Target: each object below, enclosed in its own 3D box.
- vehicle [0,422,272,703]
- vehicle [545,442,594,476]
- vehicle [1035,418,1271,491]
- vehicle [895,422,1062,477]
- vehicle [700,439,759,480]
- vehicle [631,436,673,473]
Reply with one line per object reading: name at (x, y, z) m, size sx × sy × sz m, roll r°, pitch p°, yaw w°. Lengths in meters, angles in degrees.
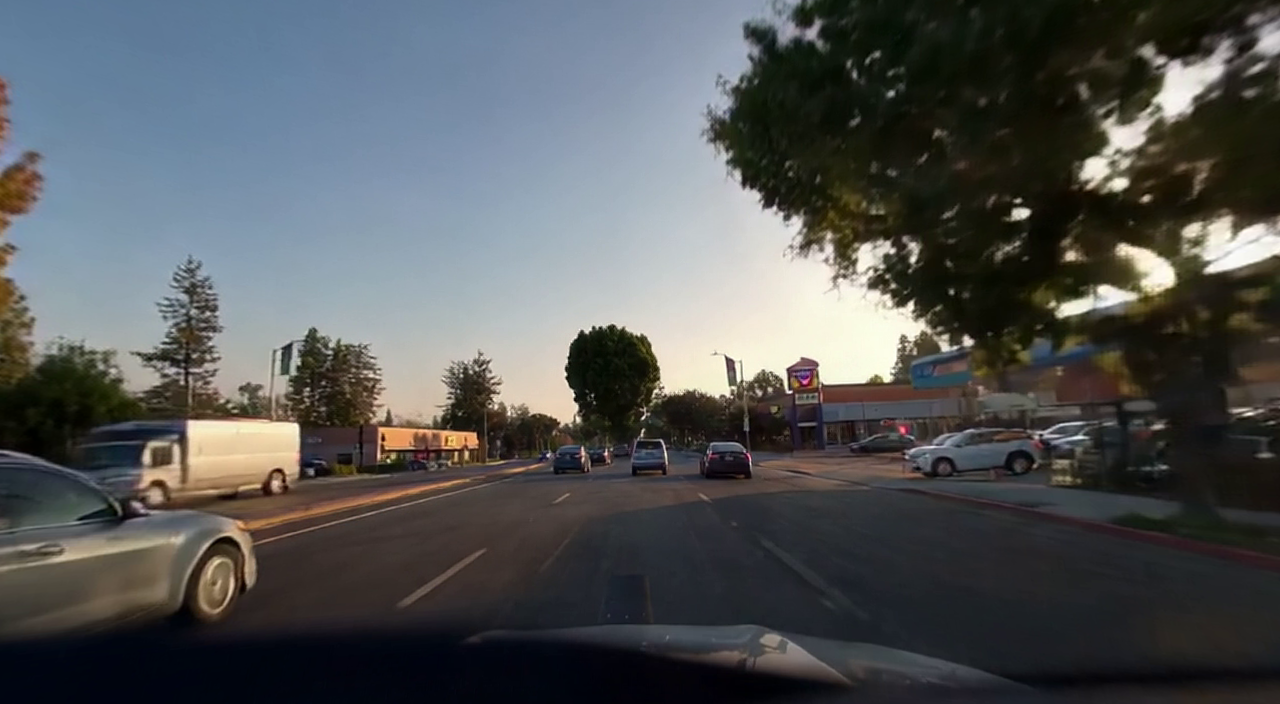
vehicle at (-4.034, 1.078, 2.974) m, size 1.908 × 1.481 × 4.351 m, roll 0°, pitch -9°, yaw 1°
vehicle at (-3.608, 5.554, 32.943) m, size 2.026 × 1.665 × 4.193 m, roll 0°, pitch -9°, yaw 1°
vehicle at (11.926, 2.437, 15.175) m, size 1.959 × 1.472 × 4.473 m, roll 0°, pitch -9°, yaw 1°
vehicle at (11.638, 3.393, 21.948) m, size 4.808 × 1.712 × 2.061 m, roll -5°, pitch -10°, yaw 29°
vehicle at (3.775, 4.586, 27.092) m, size 1.922 × 1.579 × 3.642 m, roll 0°, pitch -9°, yaw -1°
vehicle at (0.597, 5.615, 34.582) m, size 2.193 × 1.873 × 4.033 m, roll 0°, pitch -9°, yaw 0°
